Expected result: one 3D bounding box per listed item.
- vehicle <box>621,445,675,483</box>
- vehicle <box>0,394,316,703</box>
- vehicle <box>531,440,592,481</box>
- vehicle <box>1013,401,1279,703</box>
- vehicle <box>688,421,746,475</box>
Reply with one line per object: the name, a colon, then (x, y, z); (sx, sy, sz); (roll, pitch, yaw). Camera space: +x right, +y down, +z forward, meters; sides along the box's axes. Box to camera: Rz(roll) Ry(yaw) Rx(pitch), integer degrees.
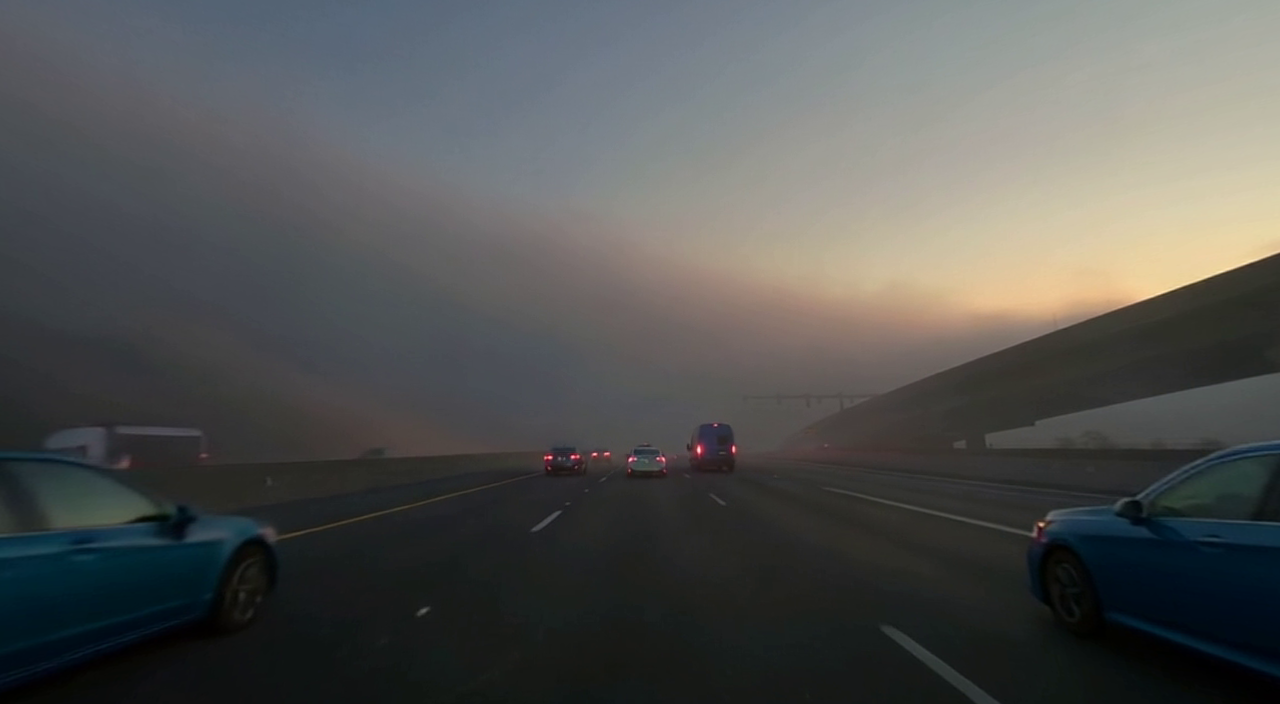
vehicle: (0.322, 4.802, 27.398); (2.174, 1.467, 4.005); (0, -8, 0)
vehicle: (-3.743, 1.040, 3.118); (2.137, 1.562, 3.926); (0, -8, 1)
vehicle: (-3.455, 4.873, 28.616); (2.078, 1.706, 4.298); (-1, -8, 2)
vehicle: (4.077, 0.992, 2.830); (2.085, 1.558, 4.466); (0, -8, 1)
vehicle: (4.224, 5.422, 35.883); (2.436, 2.745, 6.607); (0, -8, 0)
